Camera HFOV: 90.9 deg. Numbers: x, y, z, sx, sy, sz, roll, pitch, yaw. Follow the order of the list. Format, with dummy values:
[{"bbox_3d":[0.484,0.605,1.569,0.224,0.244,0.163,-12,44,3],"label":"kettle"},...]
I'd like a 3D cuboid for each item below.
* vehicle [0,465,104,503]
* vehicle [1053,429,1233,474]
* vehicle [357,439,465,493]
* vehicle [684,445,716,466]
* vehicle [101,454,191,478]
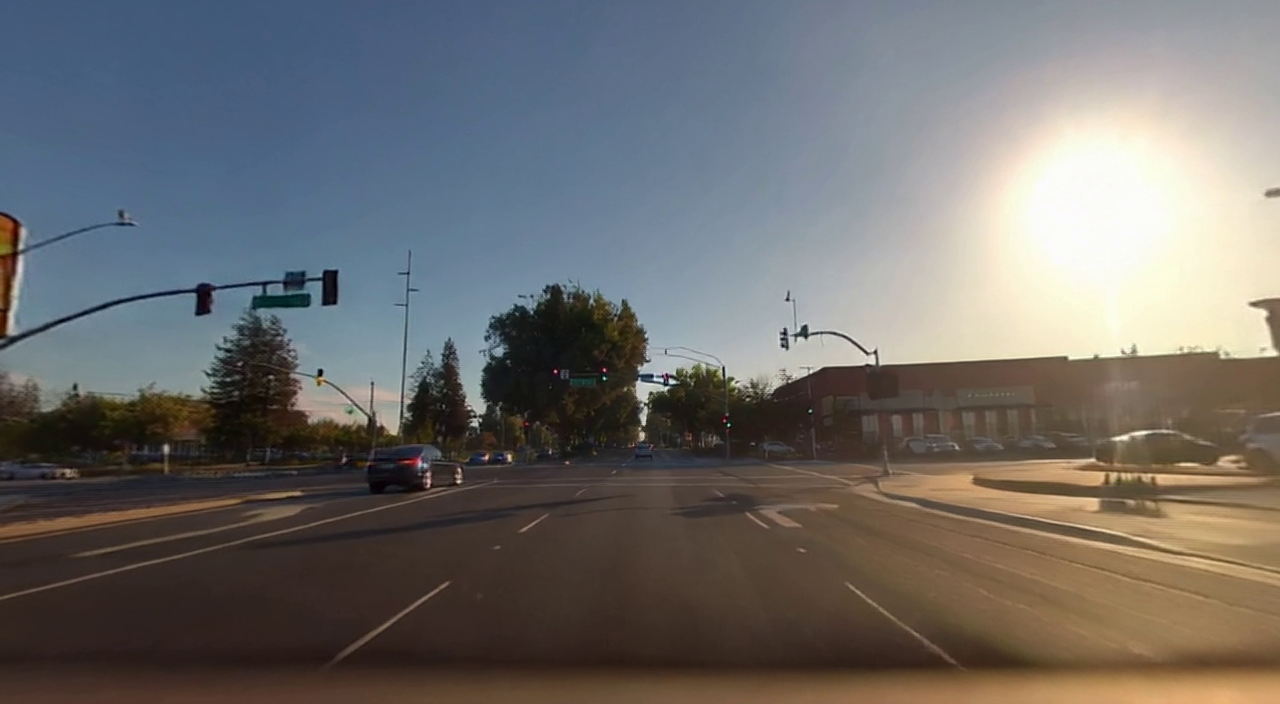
[{"bbox_3d":[-27.222,5.908,28.424,4.805,1.537,1.936,-2,-9,11],"label":"vehicle"},{"bbox_3d":[16.877,3.360,21.375,1.796,1.351,4.358,6,-11,-36],"label":"vehicle"},{"bbox_3d":[-7.878,3.947,22.280,2.231,1.650,5.052,0,-8,-4],"label":"vehicle"},{"bbox_3d":[4.460,7.795,47.588,1.913,1.463,4.198,0,-8,-1],"label":"vehicle"},{"bbox_3d":[-34.217,7.883,43.735,4.520,1.524,2.075,0,-8,1],"label":"vehicle"}]
